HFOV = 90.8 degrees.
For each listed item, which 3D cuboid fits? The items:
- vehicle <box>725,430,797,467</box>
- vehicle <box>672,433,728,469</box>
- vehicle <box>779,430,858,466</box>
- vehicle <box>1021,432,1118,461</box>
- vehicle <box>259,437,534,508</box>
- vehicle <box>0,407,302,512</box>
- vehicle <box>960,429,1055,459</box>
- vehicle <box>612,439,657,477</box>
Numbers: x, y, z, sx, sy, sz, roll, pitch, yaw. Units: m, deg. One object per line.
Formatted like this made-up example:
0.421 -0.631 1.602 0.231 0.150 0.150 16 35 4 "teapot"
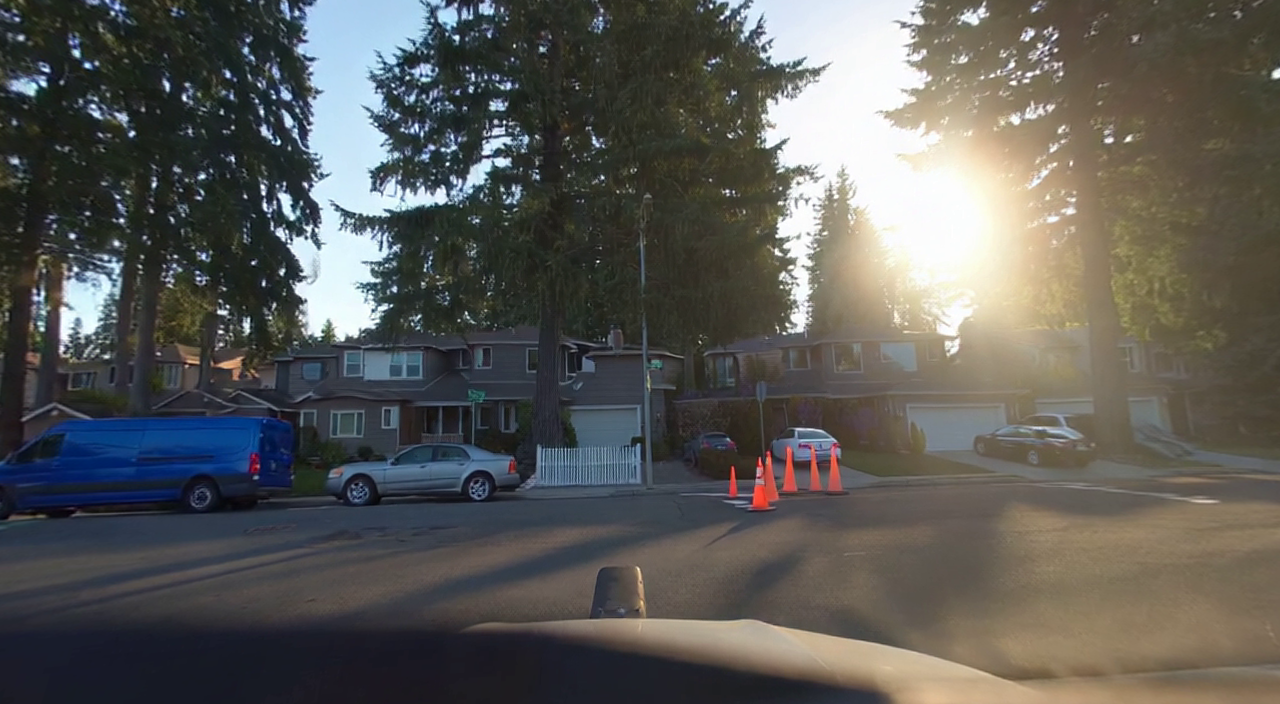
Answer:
5.340 4.345 28.508 2.007 1.555 4.204 1 -8 -7 "vehicle"
2.600 4.422 28.375 1.745 1.461 4.074 1 -8 -6 "vehicle"
8.054 4.380 28.947 1.893 1.529 4.422 1 -8 -7 "vehicle"
22.767 5.015 33.574 3.863 1.453 1.826 1 -8 -5 "vehicle"
-6.505 3.332 17.890 6.643 1.777 2.925 1 -8 -4 "vehicle"
-14.089 2.999 17.442 7.824 2.323 2.863 -3 -10 -2 "vehicle"
24.124 6.034 41.526 4.984 1.912 2.132 1 -8 -6 "vehicle"
-0.303 4.644 27.949 1.648 1.430 3.654 4 -9 -4 "vehicle"
